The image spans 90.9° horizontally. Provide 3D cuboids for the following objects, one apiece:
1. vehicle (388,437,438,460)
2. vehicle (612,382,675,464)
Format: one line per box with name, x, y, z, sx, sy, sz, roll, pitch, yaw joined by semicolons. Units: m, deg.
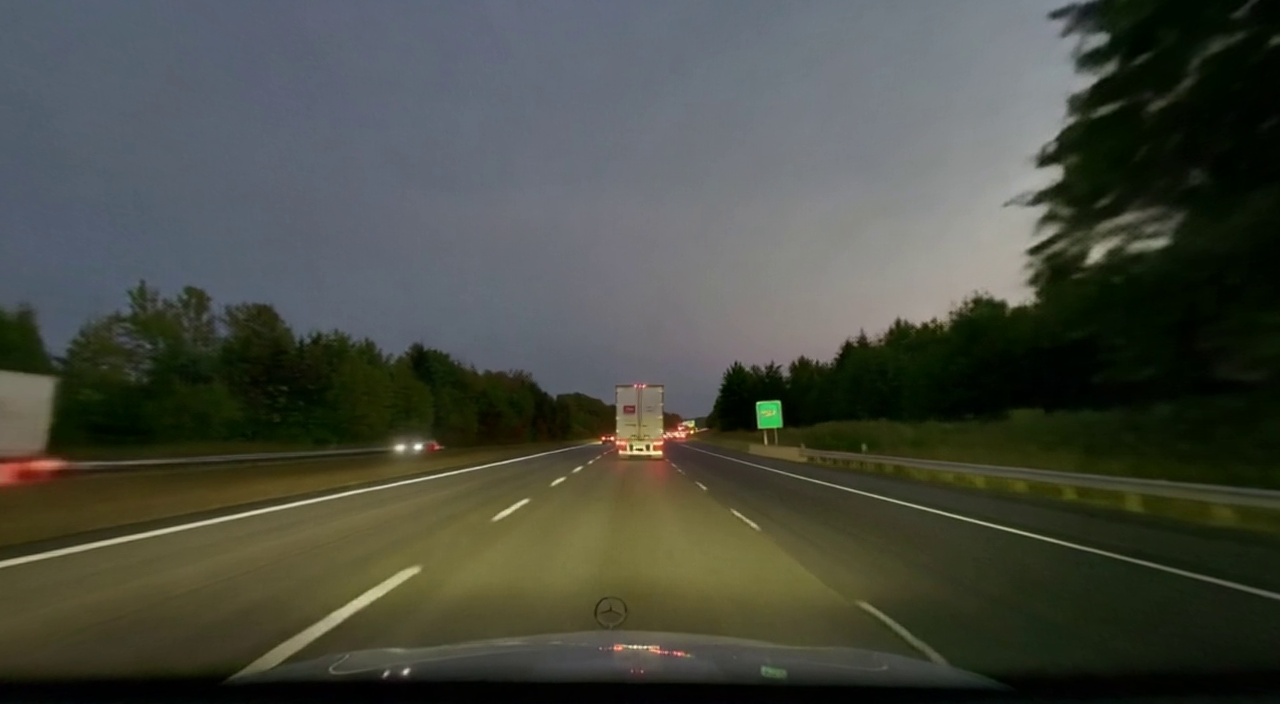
vehicle;-17.521;7.438;48.819;2.091;1.672;4.610;0;-8;1
vehicle;0.084;3.800;33.039;2.855;3.741;8.587;0;-8;-1
